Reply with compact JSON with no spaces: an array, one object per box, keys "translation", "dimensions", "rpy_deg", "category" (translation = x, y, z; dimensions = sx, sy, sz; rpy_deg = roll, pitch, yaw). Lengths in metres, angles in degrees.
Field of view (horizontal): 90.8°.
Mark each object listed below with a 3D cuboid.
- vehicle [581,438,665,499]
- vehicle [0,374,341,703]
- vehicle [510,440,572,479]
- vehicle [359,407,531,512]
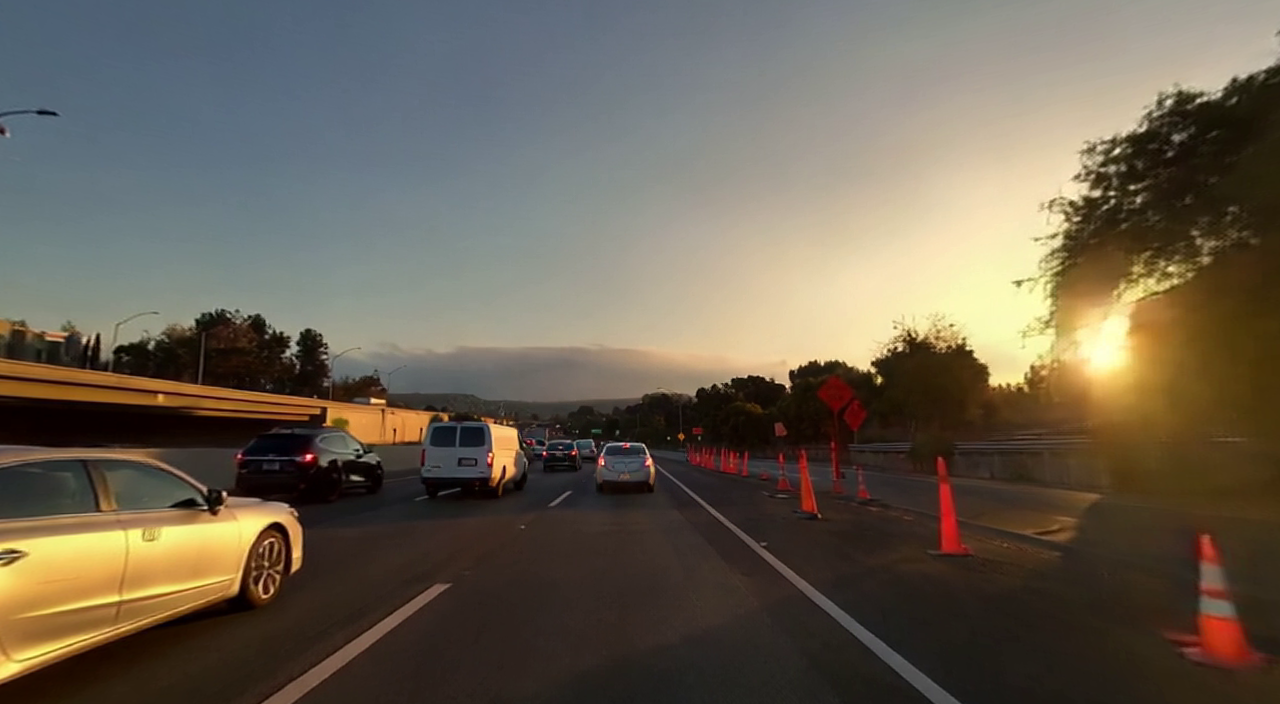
[{"translation":[-0.463,3.153,17.514],"dimensions":[2.069,1.484,3.918],"rpy_deg":[0,-9,-1],"category":"vehicle"},{"translation":[-3.898,1.042,3.734],"dimensions":[2.041,1.604,4.384],"rpy_deg":[0,-9,1],"category":"vehicle"},{"translation":[-3.972,4.361,25.925],"dimensions":[1.824,1.459,4.007],"rpy_deg":[0,-9,1],"category":"vehicle"},{"translation":[-4.283,2.518,15.214],"dimensions":[2.324,2.012,5.740],"rpy_deg":[0,-9,0],"category":"vehicle"}]
